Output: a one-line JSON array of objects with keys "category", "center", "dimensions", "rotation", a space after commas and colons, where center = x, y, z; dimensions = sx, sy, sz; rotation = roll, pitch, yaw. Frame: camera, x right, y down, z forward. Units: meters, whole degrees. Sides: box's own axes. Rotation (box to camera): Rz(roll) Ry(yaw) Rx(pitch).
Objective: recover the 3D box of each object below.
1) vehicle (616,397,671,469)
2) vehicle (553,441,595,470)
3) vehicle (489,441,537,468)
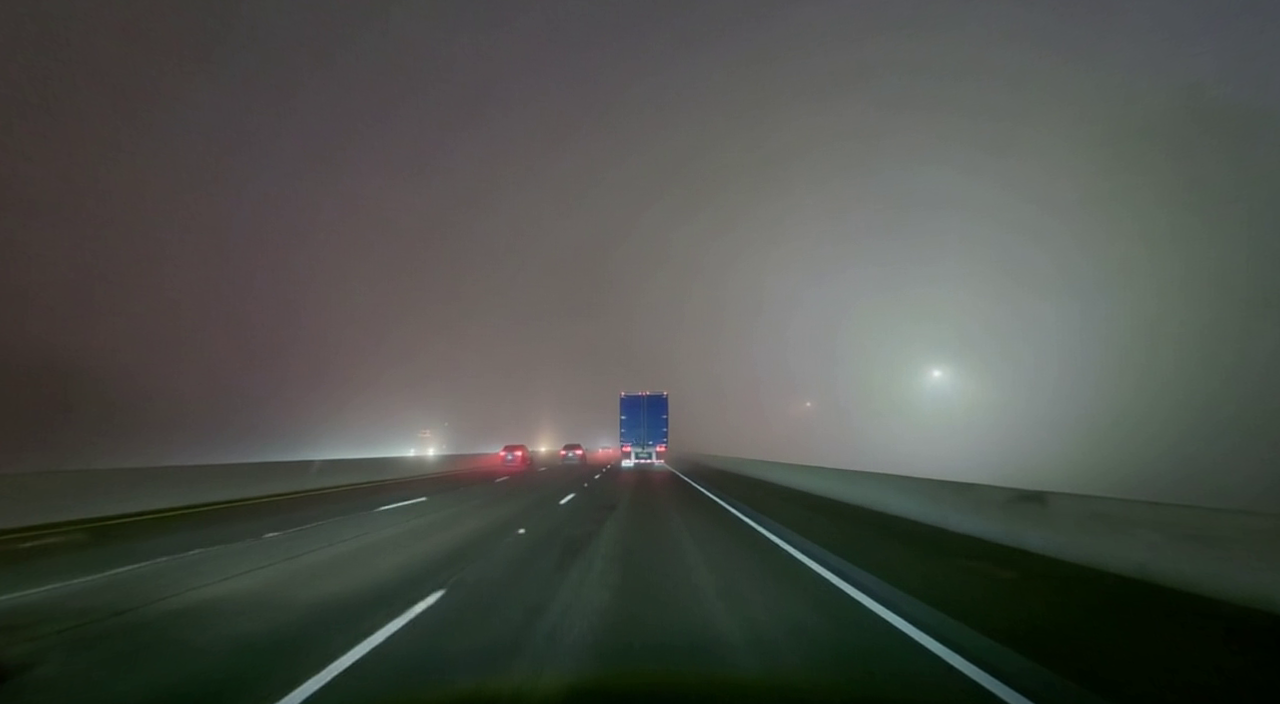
[{"category": "vehicle", "center": [0.168, 5.498, 41.387], "dimensions": [3.123, 4.094, 10.812], "rotation": [0, -9, 0]}, {"category": "vehicle", "center": [-3.722, 5.932, 36.083], "dimensions": [2.006, 1.572, 4.082], "rotation": [0, -9, 0]}, {"category": "vehicle", "center": [-7.781, 6.347, 38.909], "dimensions": [1.968, 1.507, 4.673], "rotation": [0, -9, 0]}]
